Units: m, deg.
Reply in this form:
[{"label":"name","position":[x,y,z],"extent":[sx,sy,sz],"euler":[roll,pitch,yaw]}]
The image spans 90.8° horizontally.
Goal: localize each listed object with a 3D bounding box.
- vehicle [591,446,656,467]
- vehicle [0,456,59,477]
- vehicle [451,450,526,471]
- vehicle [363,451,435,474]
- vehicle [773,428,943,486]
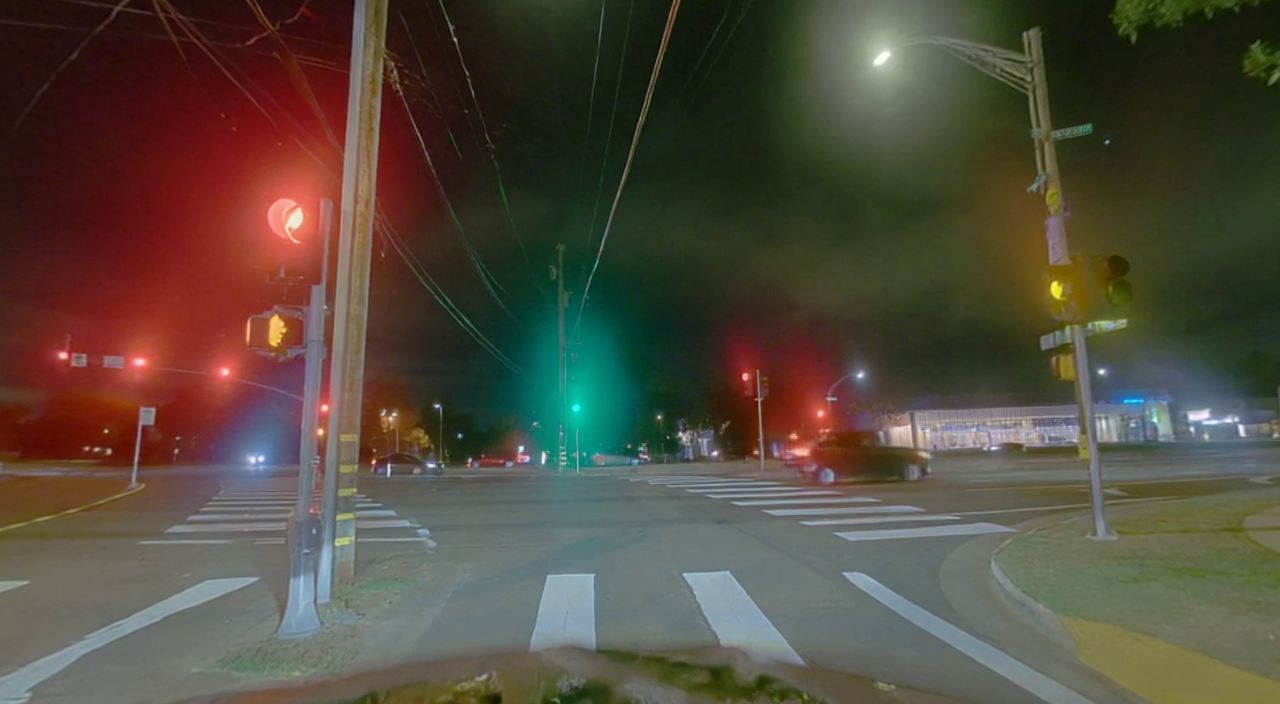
[{"label":"vehicle","position":[-1.163,7.547,45.817],"extent":[4.391,1.451,1.717],"euler":[4,-9,-26]},{"label":"vehicle","position":[-46.458,8.651,48.030],"extent":[1.899,1.438,4.799],"euler":[4,-9,-25]},{"label":"vehicle","position":[-10.675,7.635,44.703],"extent":[4.837,1.407,1.818],"euler":[4,-9,-26]},{"label":"vehicle","position":[-17.190,7.857,45.120],"extent":[4.623,1.471,1.805],"euler":[4,-9,-25]},{"label":"vehicle","position":[6.725,3.249,19.683],"extent":[4.530,1.648,2.075],"euler":[2,-9,-14]}]
